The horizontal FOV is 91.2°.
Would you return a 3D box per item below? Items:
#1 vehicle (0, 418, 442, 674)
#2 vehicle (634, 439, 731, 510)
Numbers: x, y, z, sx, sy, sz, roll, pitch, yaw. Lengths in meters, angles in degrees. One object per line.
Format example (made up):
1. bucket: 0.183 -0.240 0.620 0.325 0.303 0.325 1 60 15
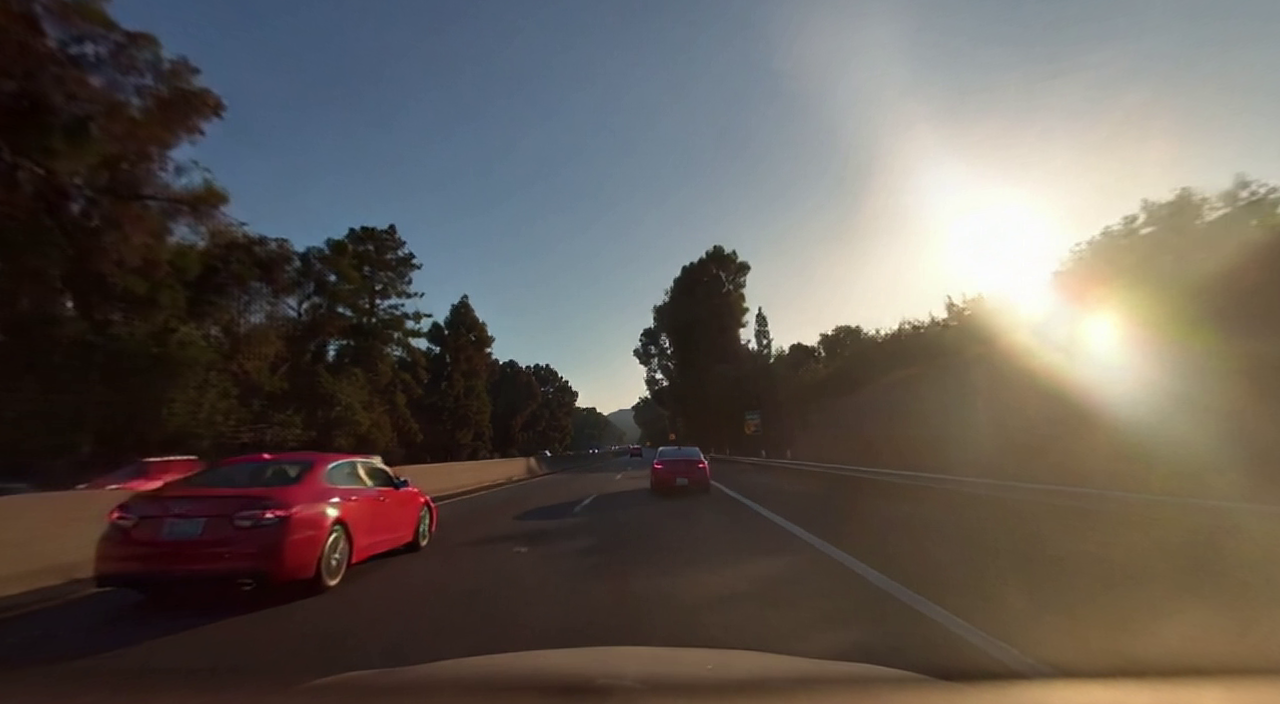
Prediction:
1. vehicle: -3.485 1.538 6.109 2.083 1.548 4.251 0 -9 -5
2. vehicle: 0.929 3.043 16.059 2.021 1.533 4.014 0 -9 -3
